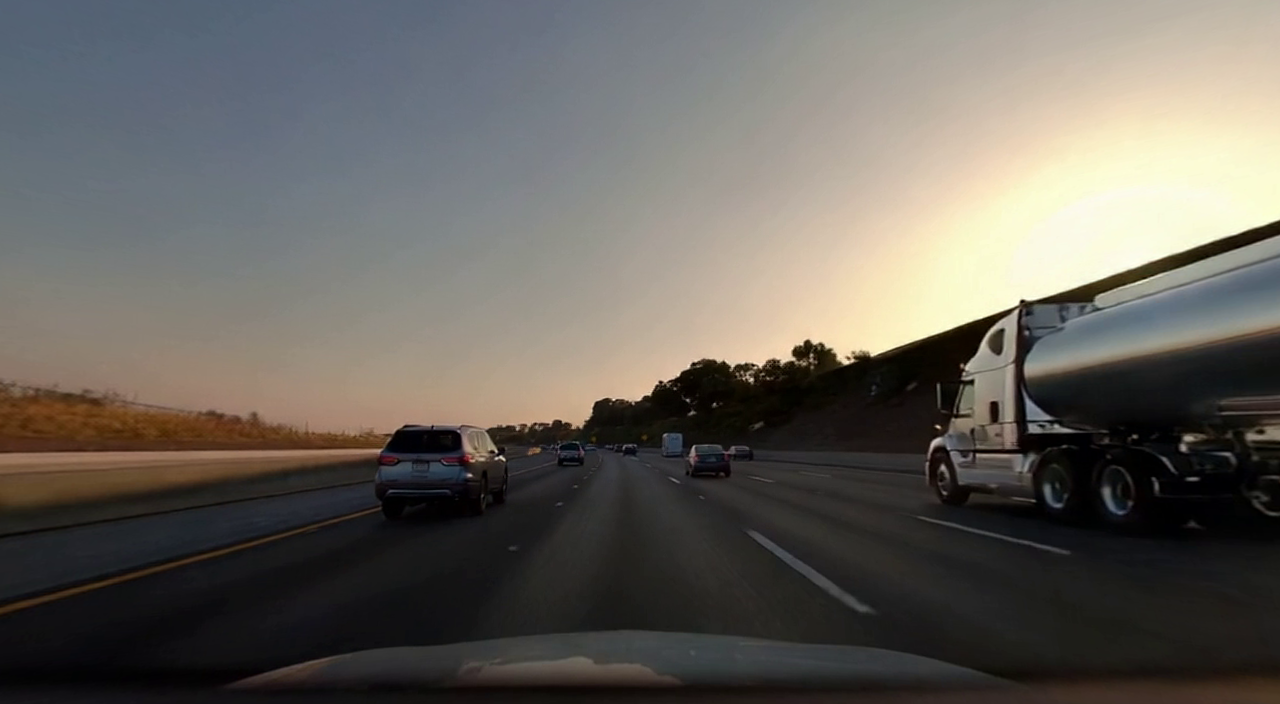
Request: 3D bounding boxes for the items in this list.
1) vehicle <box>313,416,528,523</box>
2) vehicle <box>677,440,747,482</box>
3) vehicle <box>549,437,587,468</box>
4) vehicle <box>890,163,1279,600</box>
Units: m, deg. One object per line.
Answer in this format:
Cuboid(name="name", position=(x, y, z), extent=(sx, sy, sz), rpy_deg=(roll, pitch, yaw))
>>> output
Cuboid(name="vehicle", position=(-4.328, 2.479, 13.925), extent=(2.684, 1.839, 5.803), rpy_deg=(0, -8, 0))
Cuboid(name="vehicle", position=(2.786, 4.362, 25.537), extent=(2.053, 1.510, 4.400), rpy_deg=(0, -9, -3))
Cuboid(name="vehicle", position=(-4.634, 6.507, 41.039), extent=(2.149, 1.843, 4.348), rpy_deg=(0, -9, -3))
Cuboid(name="vehicle", position=(7.381, 0.565, 7.647), extent=(3.548, 3.827, 11.870), rpy_deg=(0, -9, -2))
